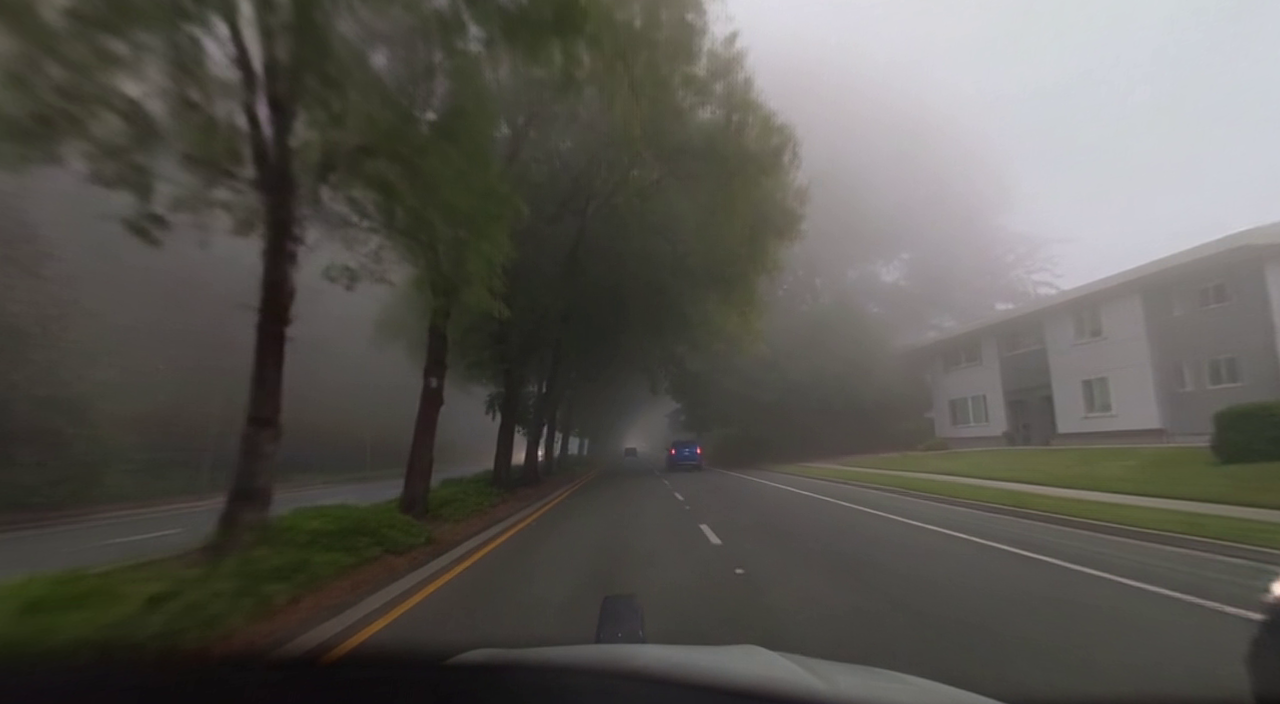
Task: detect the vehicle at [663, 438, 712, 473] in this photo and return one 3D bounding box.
[{"bbox_3d":[2.422,5.478,33.499,2.164,1.725,4.285,0,-9,-1],"label":"vehicle"}]
